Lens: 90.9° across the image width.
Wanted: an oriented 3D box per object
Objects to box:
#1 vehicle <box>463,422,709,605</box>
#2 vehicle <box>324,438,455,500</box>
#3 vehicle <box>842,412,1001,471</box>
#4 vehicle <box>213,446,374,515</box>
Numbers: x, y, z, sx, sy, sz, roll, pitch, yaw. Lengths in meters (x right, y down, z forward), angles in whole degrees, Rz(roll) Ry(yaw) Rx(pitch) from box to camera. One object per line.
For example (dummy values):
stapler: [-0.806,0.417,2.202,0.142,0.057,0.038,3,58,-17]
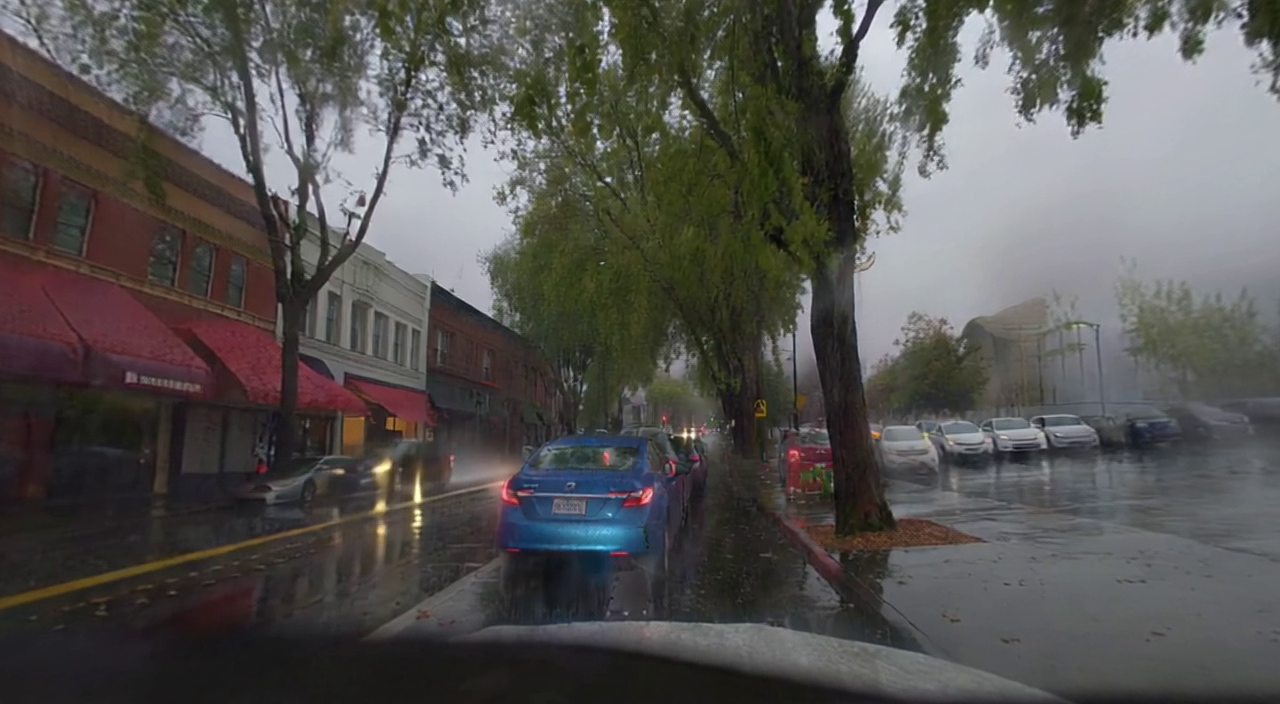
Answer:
vehicle: [-0.272,1.631,7.292,1.939,1.478,3.922,-1,-8,9]
vehicle: [-8.034,3.766,20.755,2.054,1.772,4.276,-3,-9,9]
vehicle: [9.020,2.832,20.216,4.558,1.528,1.915,0,-8,-23]
vehicle: [-11.006,4.067,20.591,2.081,1.718,5.342,-6,-9,3]
